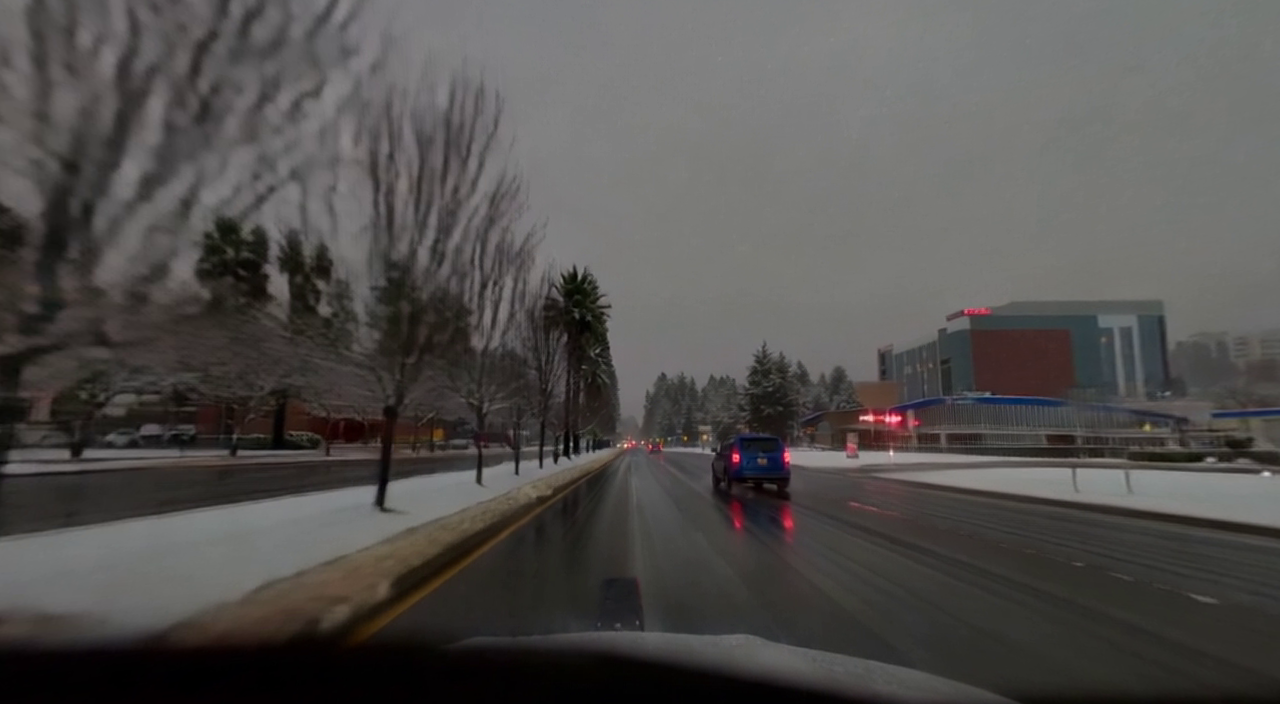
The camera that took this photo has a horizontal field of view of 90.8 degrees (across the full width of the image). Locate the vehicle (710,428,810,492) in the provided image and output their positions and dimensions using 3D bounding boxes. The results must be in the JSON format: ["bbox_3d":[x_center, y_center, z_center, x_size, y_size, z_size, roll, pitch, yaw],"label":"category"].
[{"bbox_3d":[3.450,3.200,19.107,2.072,1.696,4.177,0,-8,-2],"label":"vehicle"}]
